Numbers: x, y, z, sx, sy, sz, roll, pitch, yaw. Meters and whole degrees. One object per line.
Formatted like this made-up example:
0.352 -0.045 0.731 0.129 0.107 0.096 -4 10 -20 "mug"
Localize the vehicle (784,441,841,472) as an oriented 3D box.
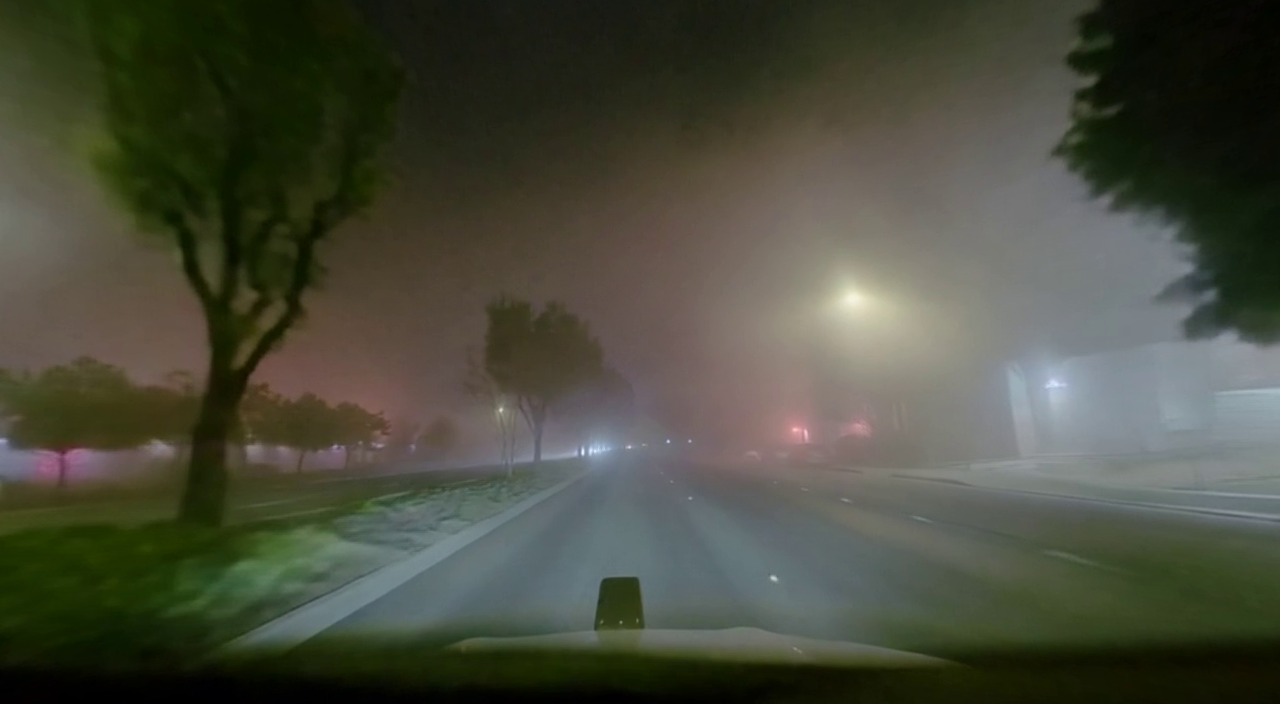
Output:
9.912 6.018 36.671 1.984 1.672 4.262 0 -9 -2 "vehicle"
